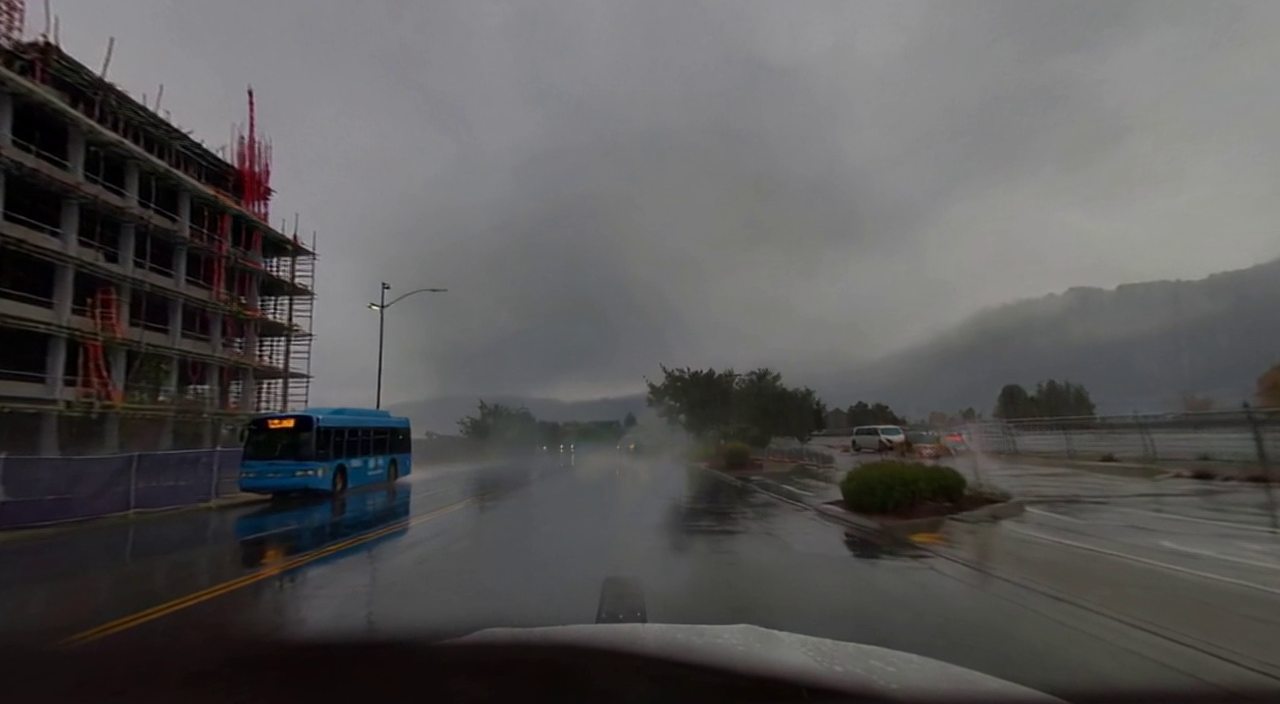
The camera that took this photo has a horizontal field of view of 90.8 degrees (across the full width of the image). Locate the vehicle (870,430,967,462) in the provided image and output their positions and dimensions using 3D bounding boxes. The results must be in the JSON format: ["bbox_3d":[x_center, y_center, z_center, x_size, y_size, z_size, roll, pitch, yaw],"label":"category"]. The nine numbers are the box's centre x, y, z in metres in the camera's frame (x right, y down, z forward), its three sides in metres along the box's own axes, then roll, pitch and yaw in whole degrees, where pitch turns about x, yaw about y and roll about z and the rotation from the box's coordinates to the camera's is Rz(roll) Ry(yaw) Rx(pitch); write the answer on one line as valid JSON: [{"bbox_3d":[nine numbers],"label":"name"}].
[{"bbox_3d":[13.704,4.631,31.192,3.897,1.470,1.829,0,-8,-2],"label":"vehicle"}]

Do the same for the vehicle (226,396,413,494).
[{"bbox_3d":[-10.300,3.114,21.214,2.979,2.803,5.962,0,-8,1],"label":"vehicle"}]
